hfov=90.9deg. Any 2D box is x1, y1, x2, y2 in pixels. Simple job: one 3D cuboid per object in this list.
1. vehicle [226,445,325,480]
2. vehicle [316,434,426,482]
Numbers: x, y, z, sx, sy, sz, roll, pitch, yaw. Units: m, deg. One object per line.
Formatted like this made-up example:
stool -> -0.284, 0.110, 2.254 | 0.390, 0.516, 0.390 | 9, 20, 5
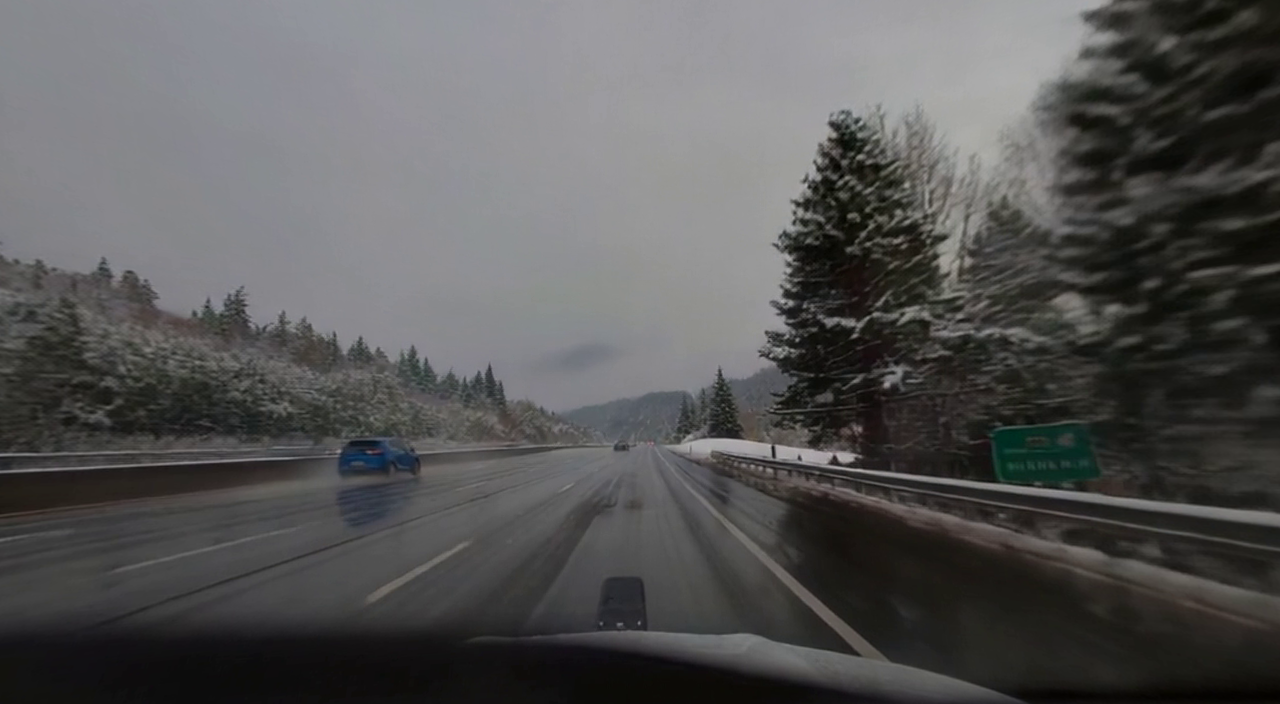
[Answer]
vehicle -> -16.755, 5.067, 29.292 | 1.894, 1.461, 4.442 | 0, -8, 1
vehicle -> -10.701, 4.251, 25.611 | 2.152, 1.753, 4.972 | 0, -8, 1
